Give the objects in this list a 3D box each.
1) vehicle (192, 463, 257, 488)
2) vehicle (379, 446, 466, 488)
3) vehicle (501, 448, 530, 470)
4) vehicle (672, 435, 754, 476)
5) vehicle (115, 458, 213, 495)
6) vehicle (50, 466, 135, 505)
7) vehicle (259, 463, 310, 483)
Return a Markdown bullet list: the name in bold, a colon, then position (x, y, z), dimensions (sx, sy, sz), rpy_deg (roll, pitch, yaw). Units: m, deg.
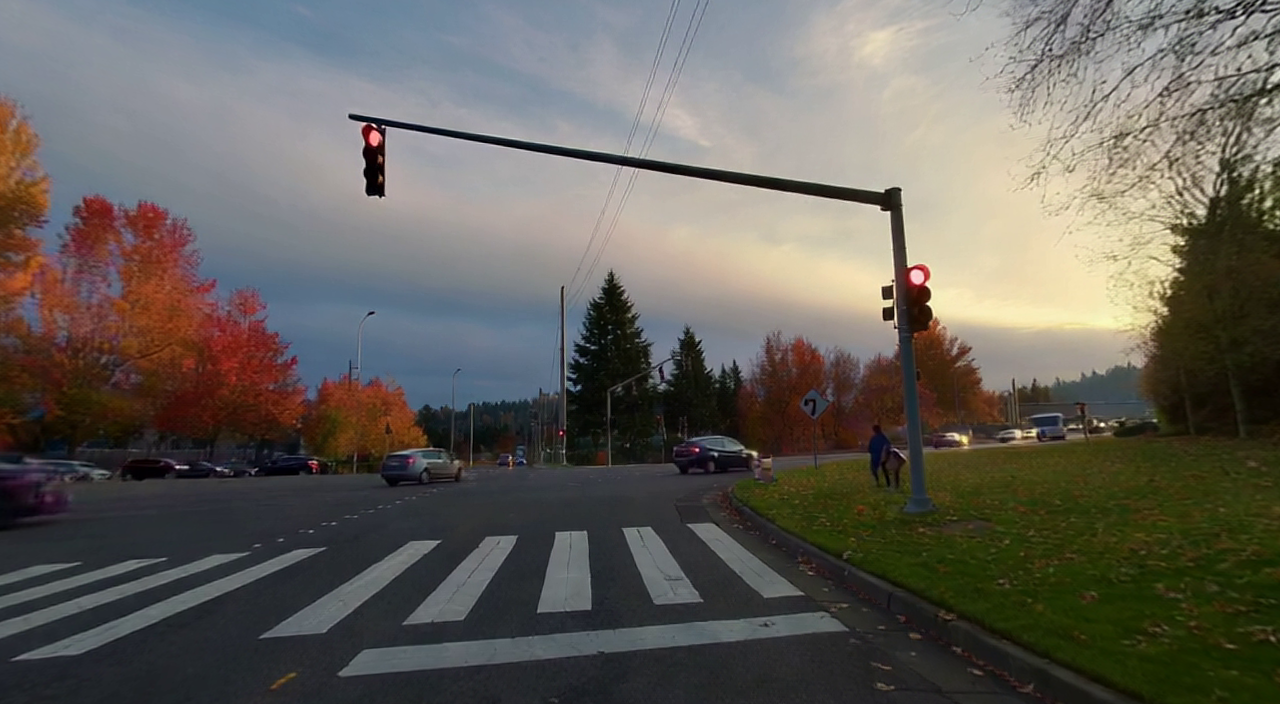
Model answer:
- **vehicle**: position (-28.541, 8.477, 43.157), dimensions (1.768, 1.465, 3.972), rpy_deg (0, -9, -1)
- **vehicle**: position (-9.429, 4.992, 27.495), dimensions (1.832, 1.674, 3.805), rpy_deg (-2, -9, 12)
- **vehicle**: position (-9.315, 8.015, 46.987), dimensions (1.776, 1.558, 3.779), rpy_deg (1, -9, -6)
- **vehicle**: position (3.674, 5.111, 31.117), dimensions (1.988, 1.853, 4.314), rpy_deg (-8, -11, 39)
- **vehicle**: position (-27.833, 7.264, 36.904), dimensions (2.064, 1.913, 5.081), rpy_deg (0, -9, -4)
- **vehicle**: position (-25.423, 6.157, 29.263), dimensions (1.694, 1.528, 4.225), rpy_deg (3, -10, -24)
- **vehicle**: position (-28.146, 9.576, 49.743), dimensions (1.776, 1.452, 3.920), rpy_deg (0, -9, 0)
